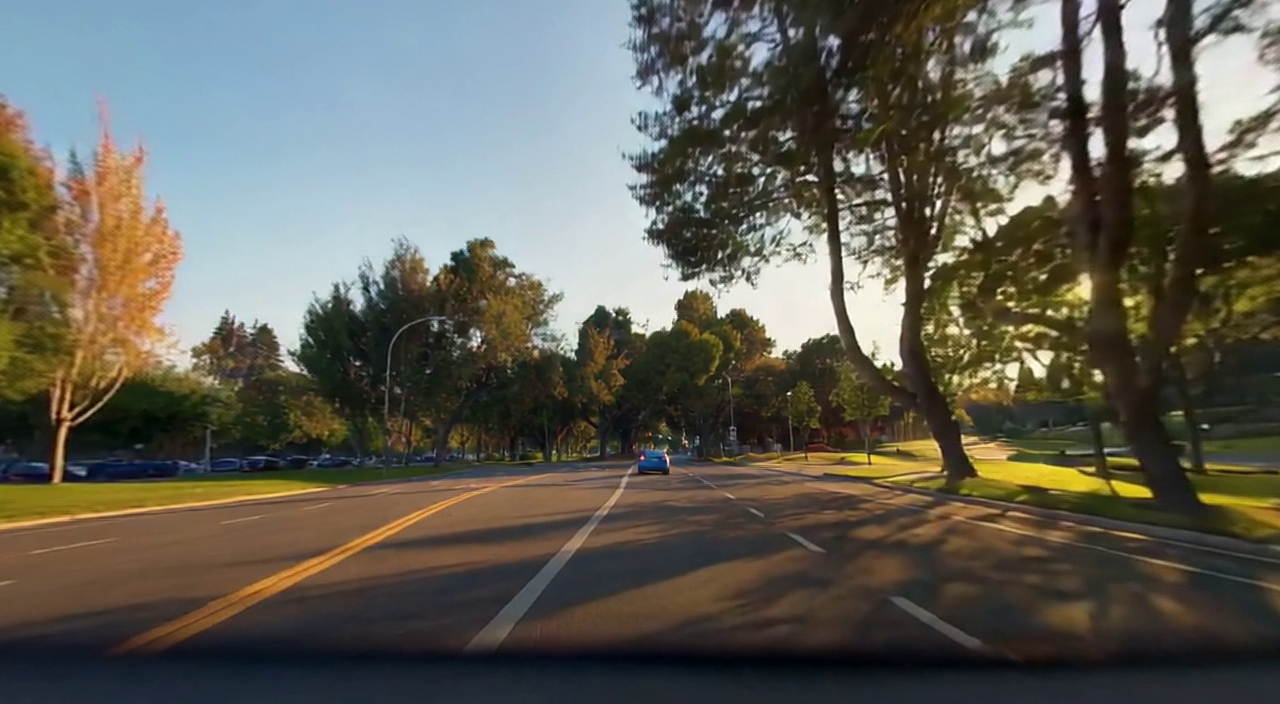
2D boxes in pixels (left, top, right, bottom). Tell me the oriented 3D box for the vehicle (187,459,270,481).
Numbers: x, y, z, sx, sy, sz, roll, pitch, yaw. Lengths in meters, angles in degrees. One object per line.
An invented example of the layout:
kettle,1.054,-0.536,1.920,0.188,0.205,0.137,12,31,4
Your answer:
vehicle,-29.934,8.573,45.948,4.617,1.450,1.968,-1,-8,1

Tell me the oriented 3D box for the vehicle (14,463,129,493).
vehicle,-29.918,6.624,33.260,4.316,1.438,1.843,-1,-8,1

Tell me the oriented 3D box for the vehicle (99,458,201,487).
vehicle,-29.503,7.262,38.070,4.389,1.588,2.048,0,-8,1

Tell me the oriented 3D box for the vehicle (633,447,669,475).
vehicle,0.591,6.211,36.147,1.978,1.499,3.915,0,-8,0
